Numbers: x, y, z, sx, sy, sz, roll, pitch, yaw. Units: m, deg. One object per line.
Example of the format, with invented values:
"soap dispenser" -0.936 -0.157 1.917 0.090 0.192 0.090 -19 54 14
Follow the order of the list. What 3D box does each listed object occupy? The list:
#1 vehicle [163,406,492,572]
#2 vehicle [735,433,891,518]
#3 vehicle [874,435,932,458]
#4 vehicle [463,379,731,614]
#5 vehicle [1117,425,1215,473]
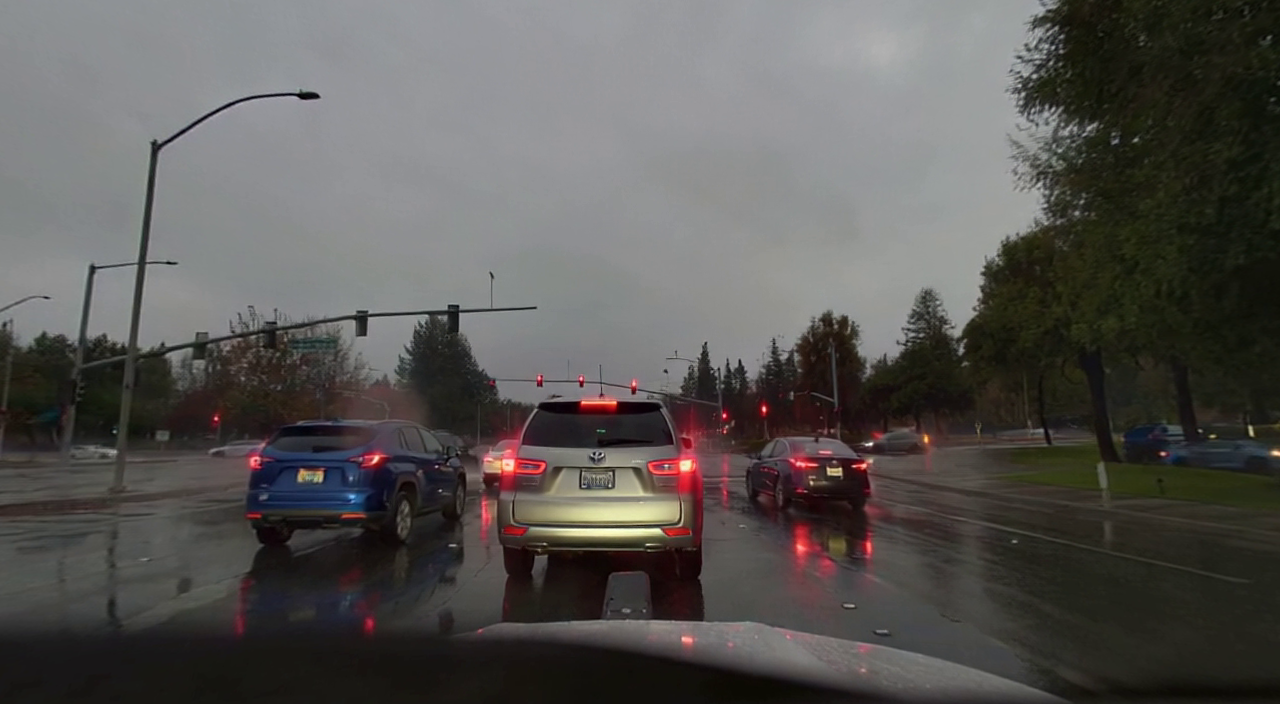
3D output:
"vehicle" -3.712 1.723 8.734 2.160 1.666 4.583 0 -8 1
"vehicle" 3.412 2.520 13.421 2.121 1.494 4.208 0 -8 0
"vehicle" 20.013 7.194 47.914 4.361 1.653 2.034 6 -10 -36
"vehicle" -0.336 1.436 7.121 2.064 1.817 4.298 0 -8 0
"vehicle" 19.248 3.524 22.998 4.215 1.578 1.892 7 -11 -40
